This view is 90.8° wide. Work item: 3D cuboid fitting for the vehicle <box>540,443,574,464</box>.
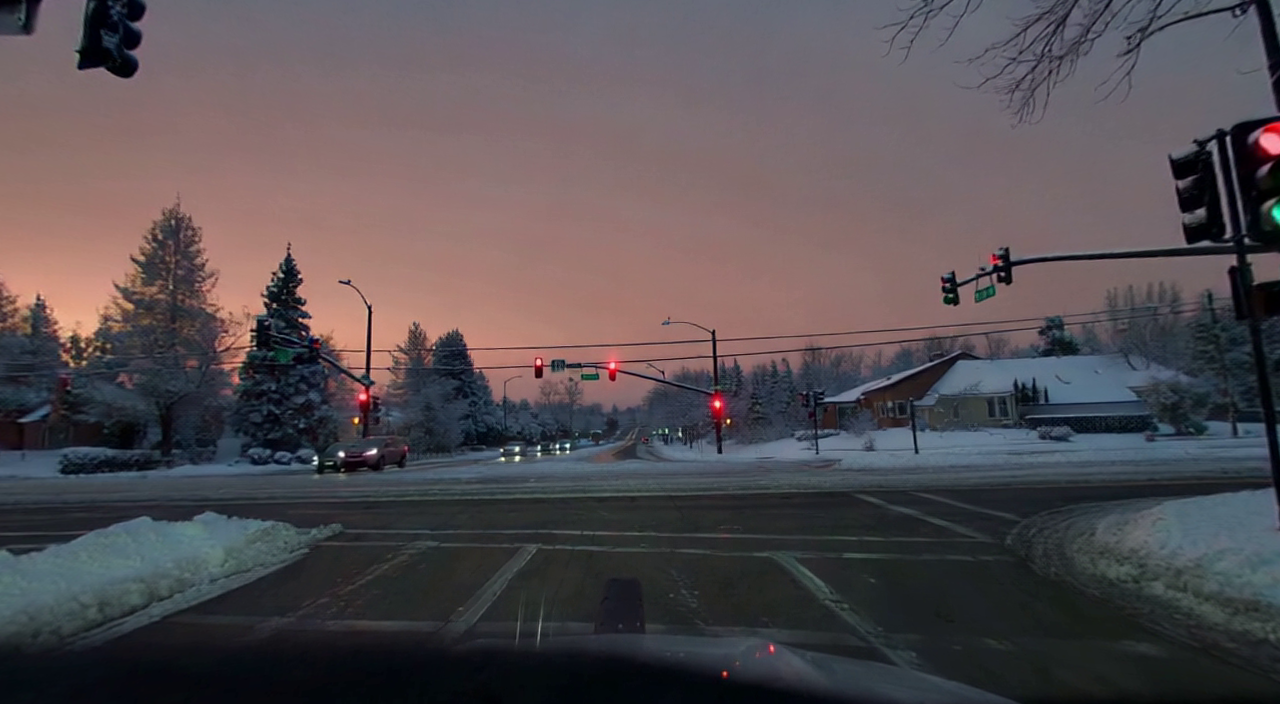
[{"bbox_3d":[-6.129,7.520,47.049,1.936,1.444,4.168,0,-8,0],"label":"vehicle"}]
